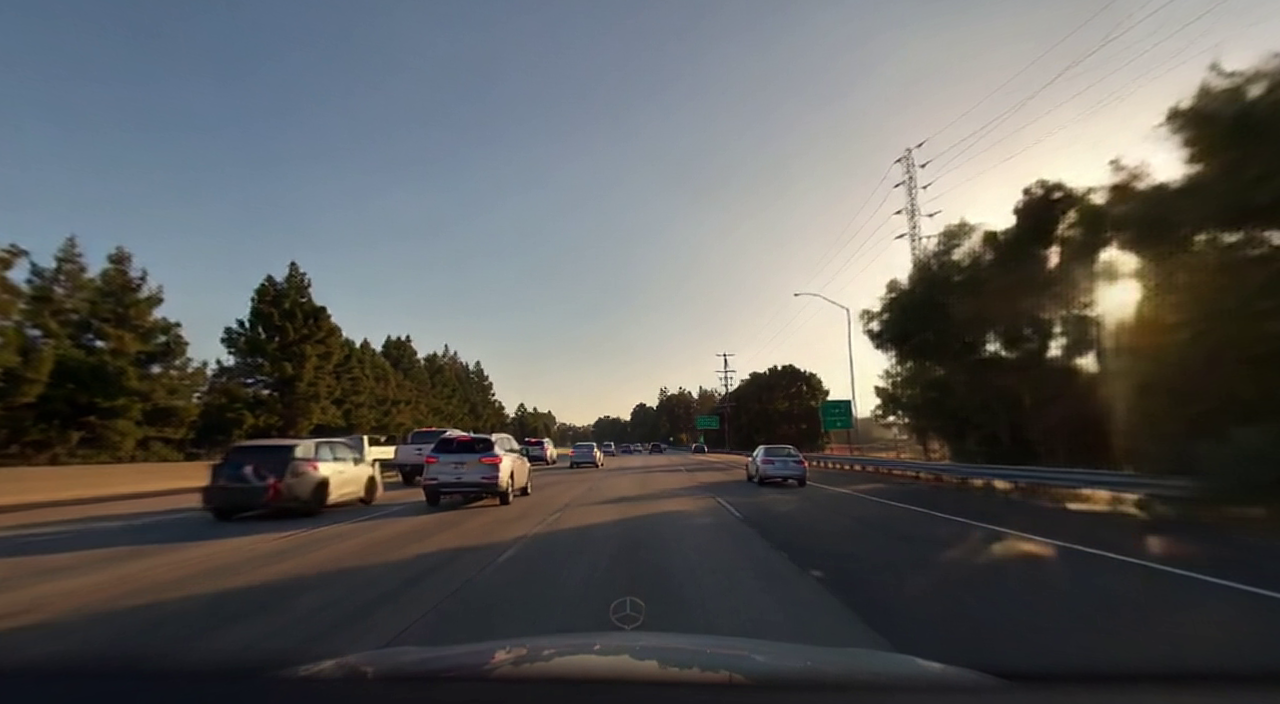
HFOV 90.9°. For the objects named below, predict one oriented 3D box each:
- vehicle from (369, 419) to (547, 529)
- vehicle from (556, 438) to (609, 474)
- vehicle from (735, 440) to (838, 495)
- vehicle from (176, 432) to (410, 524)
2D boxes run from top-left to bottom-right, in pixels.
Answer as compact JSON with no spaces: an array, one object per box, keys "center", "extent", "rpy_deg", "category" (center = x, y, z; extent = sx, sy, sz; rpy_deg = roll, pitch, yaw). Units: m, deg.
[{"center":[-3.319,2.332,12.641],"extent":[2.133,1.775,4.530],"rpy_deg":[0,-8,1],"category":"vehicle"},{"center":[-2.832,5.263,32.044],"extent":[2.133,1.668,4.505],"rpy_deg":[0,-8,2],"category":"vehicle"},{"center":[4.288,3.441,19.270],"extent":[2.022,1.472,4.678],"rpy_deg":[0,-8,0],"category":"vehicle"},{"center":[-6.759,2.493,13.138],"extent":[2.049,1.544,4.866],"rpy_deg":[0,-8,1],"category":"vehicle"}]
